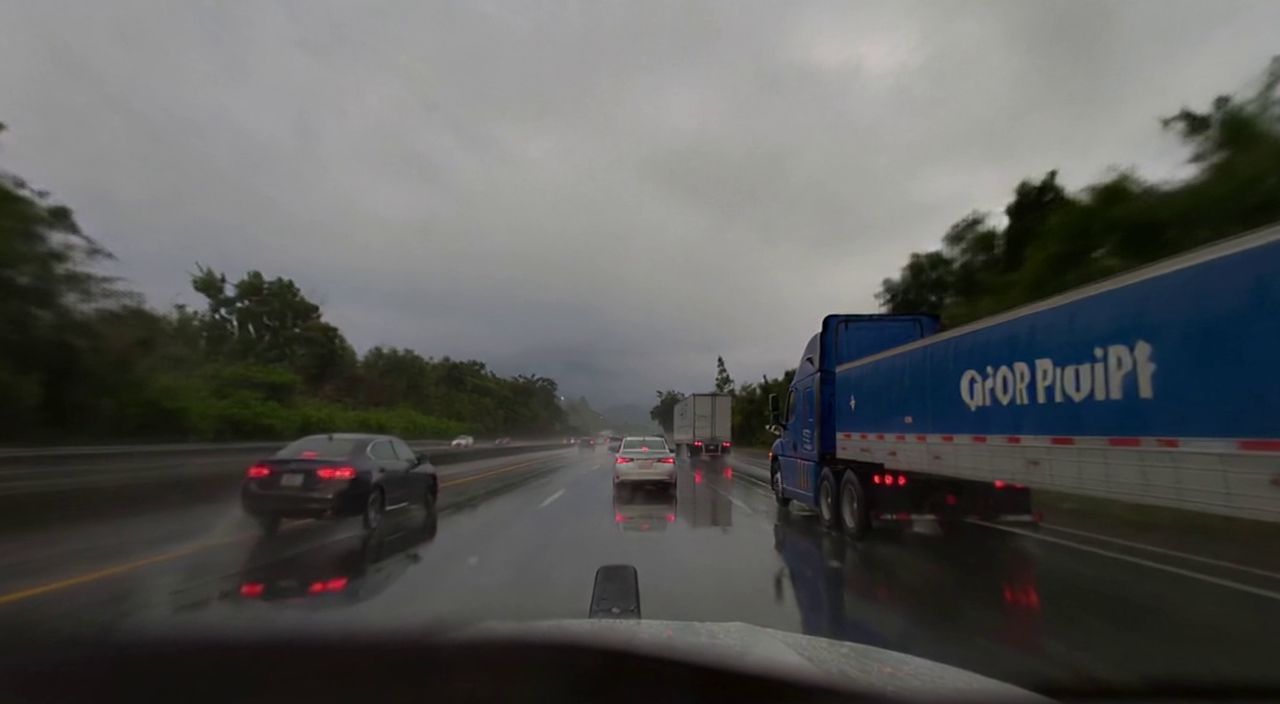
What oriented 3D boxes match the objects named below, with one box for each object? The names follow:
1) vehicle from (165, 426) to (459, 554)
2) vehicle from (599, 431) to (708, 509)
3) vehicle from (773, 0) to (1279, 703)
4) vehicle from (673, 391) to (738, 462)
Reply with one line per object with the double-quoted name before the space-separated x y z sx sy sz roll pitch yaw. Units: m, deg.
"vehicle" -4.417 1.890 9.512 2.048 1.452 4.430 0 -8 0
"vehicle" 0.243 2.450 13.604 2.021 1.435 3.611 0 -8 0
"vehicle" 4.196 0.069 5.598 2.816 4.070 14.136 0 -8 -1
"vehicle" 4.098 5.160 42.842 2.869 4.067 13.731 0 -8 0
